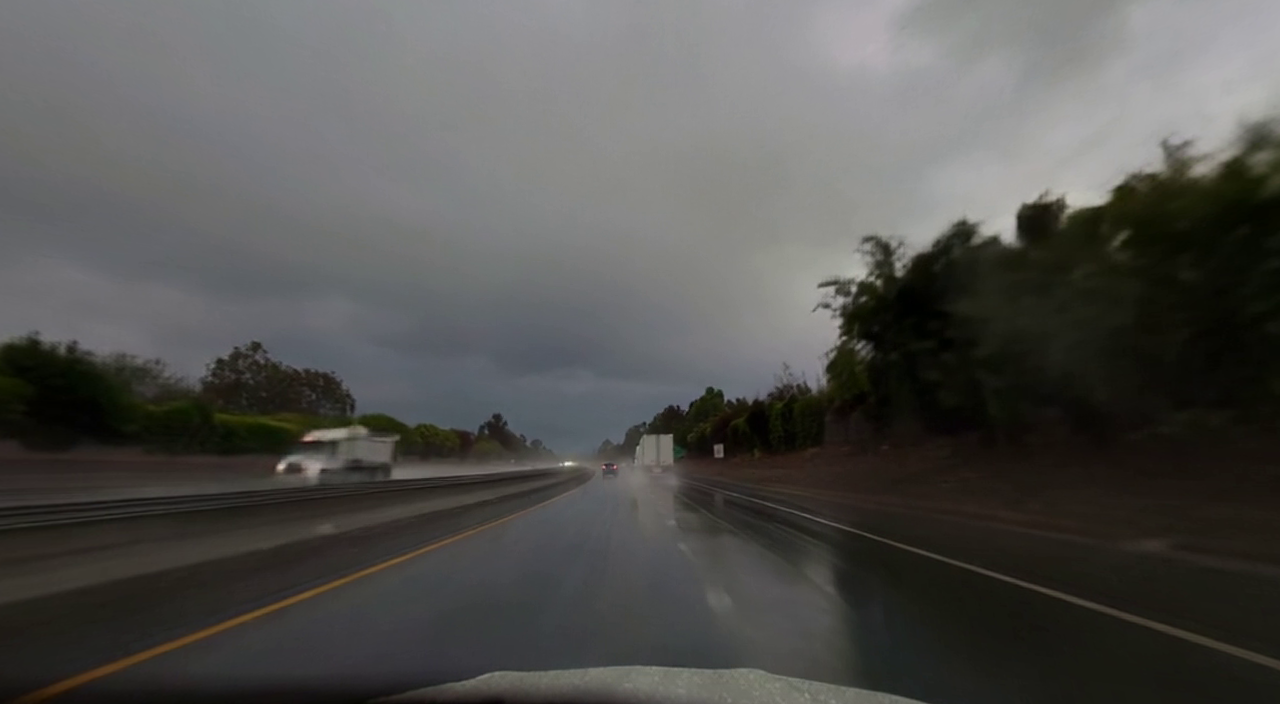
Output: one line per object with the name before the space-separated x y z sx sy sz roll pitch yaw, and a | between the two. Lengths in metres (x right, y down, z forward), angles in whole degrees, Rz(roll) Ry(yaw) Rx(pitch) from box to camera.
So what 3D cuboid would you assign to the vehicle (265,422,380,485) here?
vehicle | -14.927 4.910 30.184 2.238 2.652 6.100 1 -10 0
